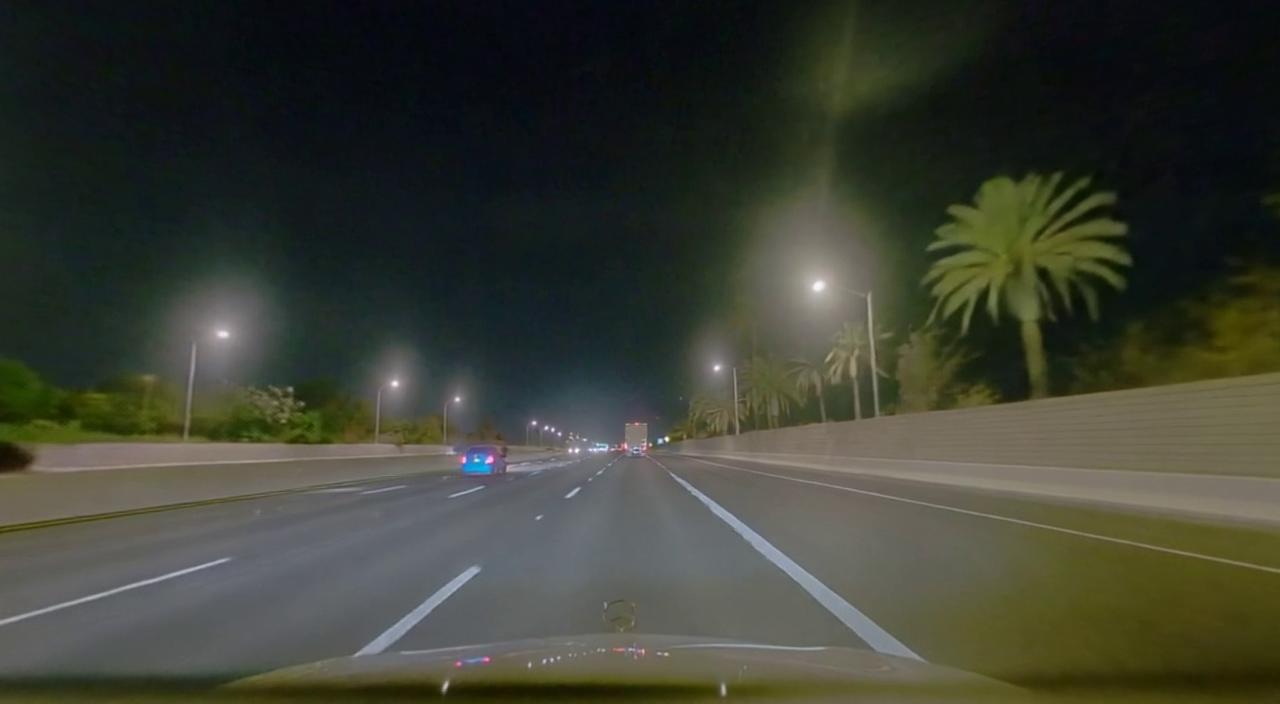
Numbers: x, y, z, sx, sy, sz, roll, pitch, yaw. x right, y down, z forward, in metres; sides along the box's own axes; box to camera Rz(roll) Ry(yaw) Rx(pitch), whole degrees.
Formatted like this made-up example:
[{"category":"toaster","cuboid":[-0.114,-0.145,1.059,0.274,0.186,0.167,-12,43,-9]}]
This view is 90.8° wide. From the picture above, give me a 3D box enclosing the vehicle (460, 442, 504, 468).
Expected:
[{"category":"vehicle","cuboid":[-10.650,6.958,42.786,1.897,1.653,4.113,0,-8,0]}]
